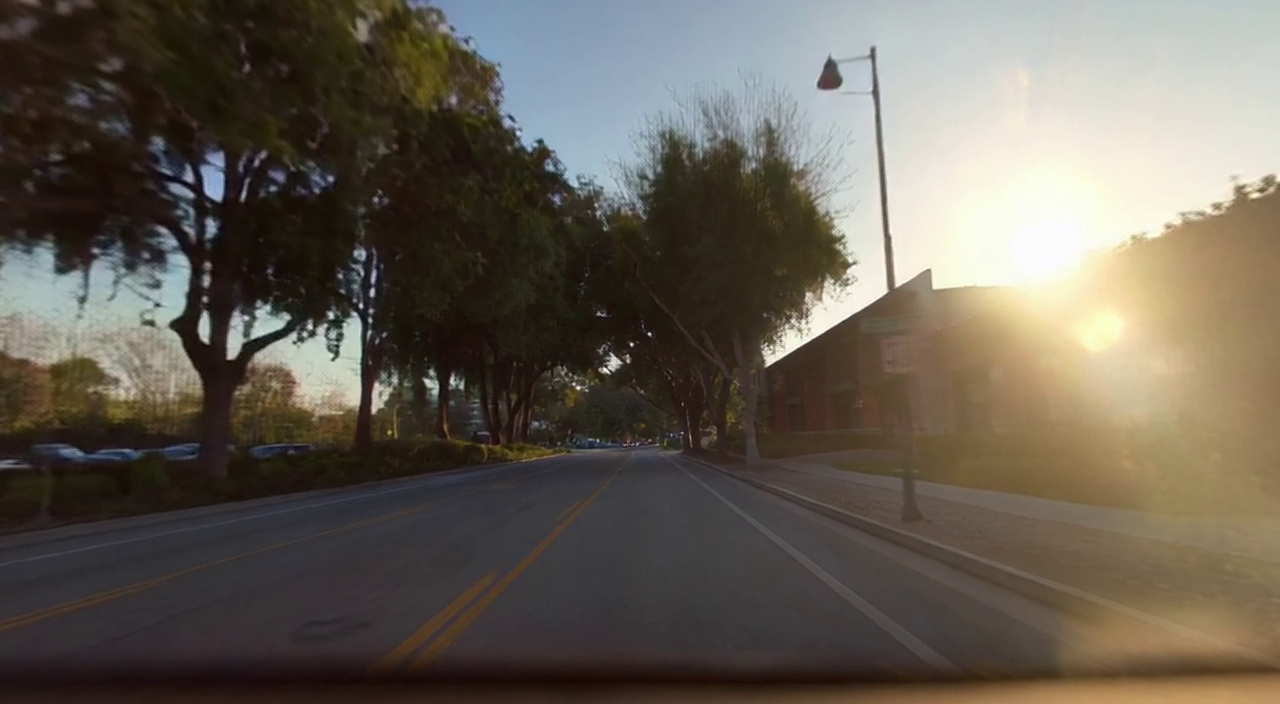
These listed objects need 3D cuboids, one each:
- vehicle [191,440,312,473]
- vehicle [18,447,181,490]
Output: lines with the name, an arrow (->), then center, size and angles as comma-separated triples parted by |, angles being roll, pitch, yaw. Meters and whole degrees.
vehicle -> -19.105, 5.122, 31.138 | 4.606, 1.544, 1.965 | 0, -8, -1
vehicle -> -19.370, 4.177, 22.733 | 4.005, 1.433, 1.953 | 0, -8, 0
